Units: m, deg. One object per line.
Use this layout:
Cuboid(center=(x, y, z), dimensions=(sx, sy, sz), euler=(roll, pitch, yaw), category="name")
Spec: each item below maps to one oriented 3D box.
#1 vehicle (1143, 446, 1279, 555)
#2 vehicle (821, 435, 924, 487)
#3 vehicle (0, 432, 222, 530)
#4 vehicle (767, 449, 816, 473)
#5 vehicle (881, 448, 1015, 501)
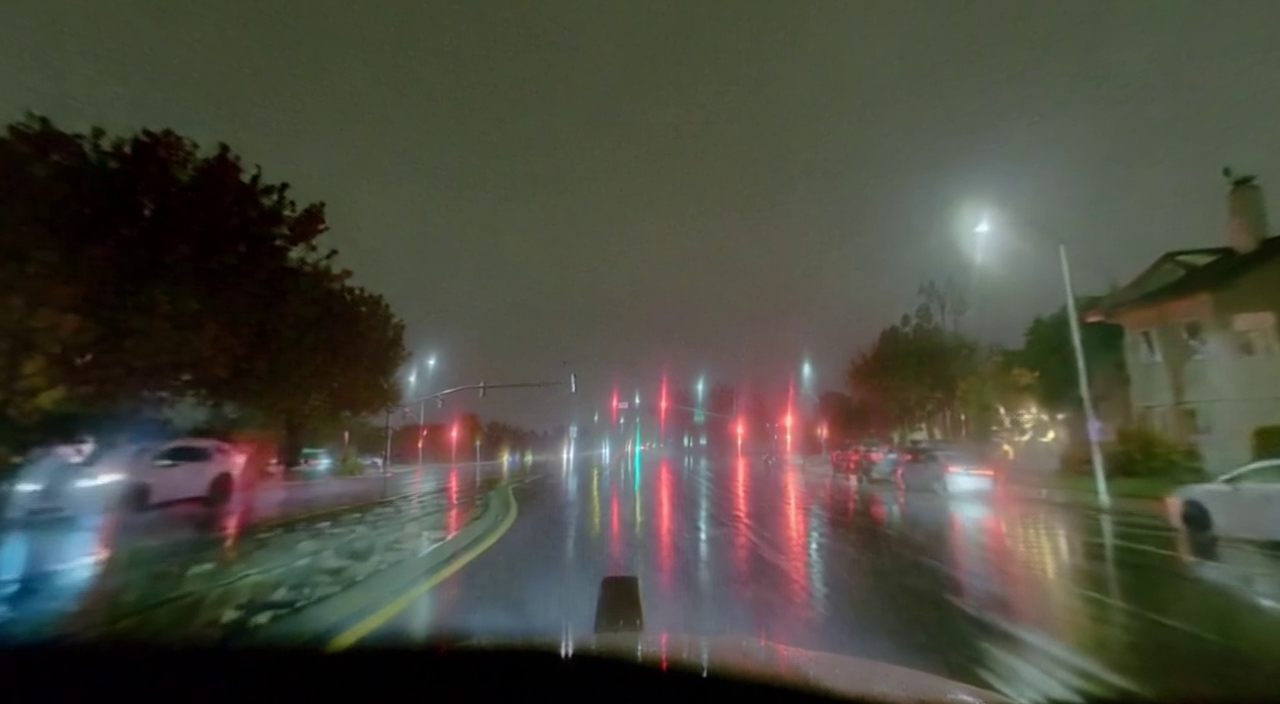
Cuboid(center=(9.853, 2.055, 8.762), dimensions=(1.991, 1.490, 4.470), euler=(0, -9, -1), category="vehicle")
Cuboid(center=(9.817, 4.647, 27.339), dimensions=(2.245, 1.983, 5.433), euler=(0, -9, -2), category="vehicle")
Cuboid(center=(-11.513, 2.667, 13.650), dimensions=(1.940, 1.740, 4.356), euler=(0, -9, 0), category="vehicle")
Cuboid(center=(9.844, 7.085, 41.374), dimensions=(1.918, 1.483, 4.813), euler=(0, -9, -1), category="vehicle")
Cuboid(center=(9.779, 3.883, 20.562), dimensions=(1.931, 1.473, 4.742), euler=(0, -9, 0), category="vehicle")
